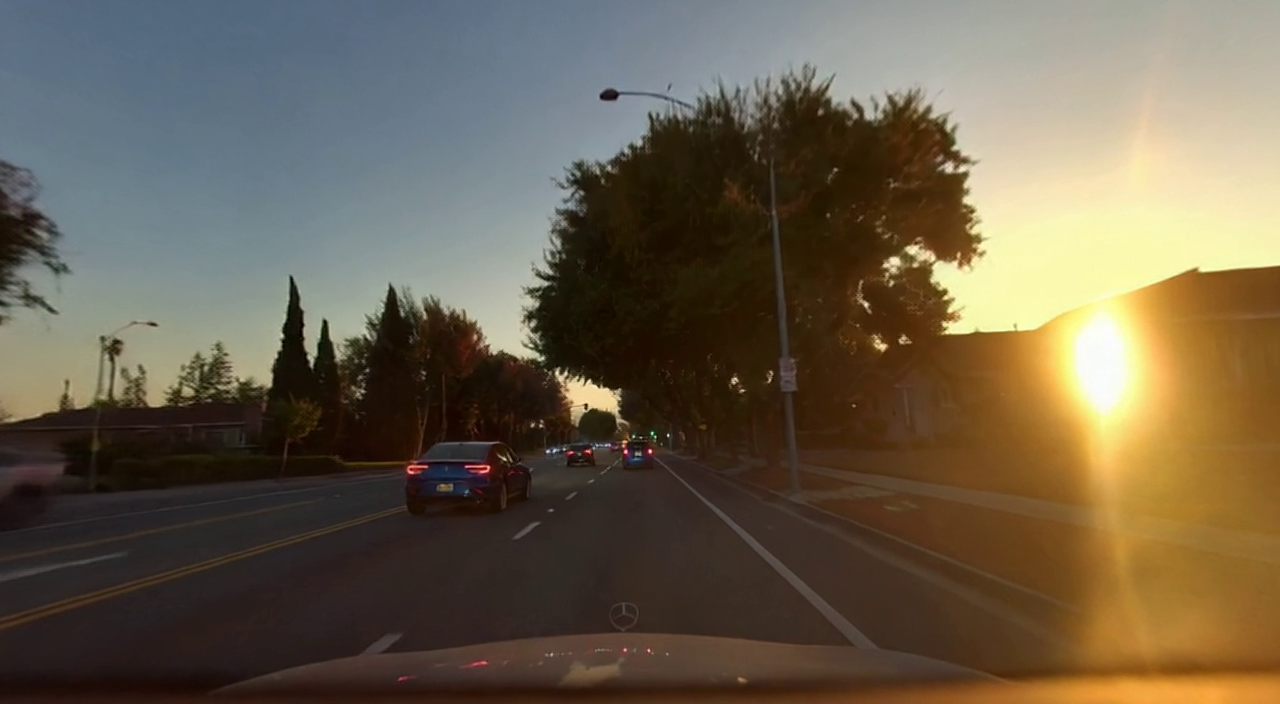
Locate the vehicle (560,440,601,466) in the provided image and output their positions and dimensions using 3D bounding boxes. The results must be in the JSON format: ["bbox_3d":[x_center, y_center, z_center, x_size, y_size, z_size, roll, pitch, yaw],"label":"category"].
[{"bbox_3d":[-3.609,6.196,38.709,2.114,1.500,3.912,0,-8,1],"label":"vehicle"}]

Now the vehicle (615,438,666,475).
[{"bbox_3d":[-0.008,4.529,27.506,2.065,1.456,4.099,0,-8,-1],"label":"vehicle"}]

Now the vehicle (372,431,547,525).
[{"bbox_3d":[-3.160,2.303,12.120,2.030,1.467,4.403,0,-8,0],"label":"vehicle"}]
